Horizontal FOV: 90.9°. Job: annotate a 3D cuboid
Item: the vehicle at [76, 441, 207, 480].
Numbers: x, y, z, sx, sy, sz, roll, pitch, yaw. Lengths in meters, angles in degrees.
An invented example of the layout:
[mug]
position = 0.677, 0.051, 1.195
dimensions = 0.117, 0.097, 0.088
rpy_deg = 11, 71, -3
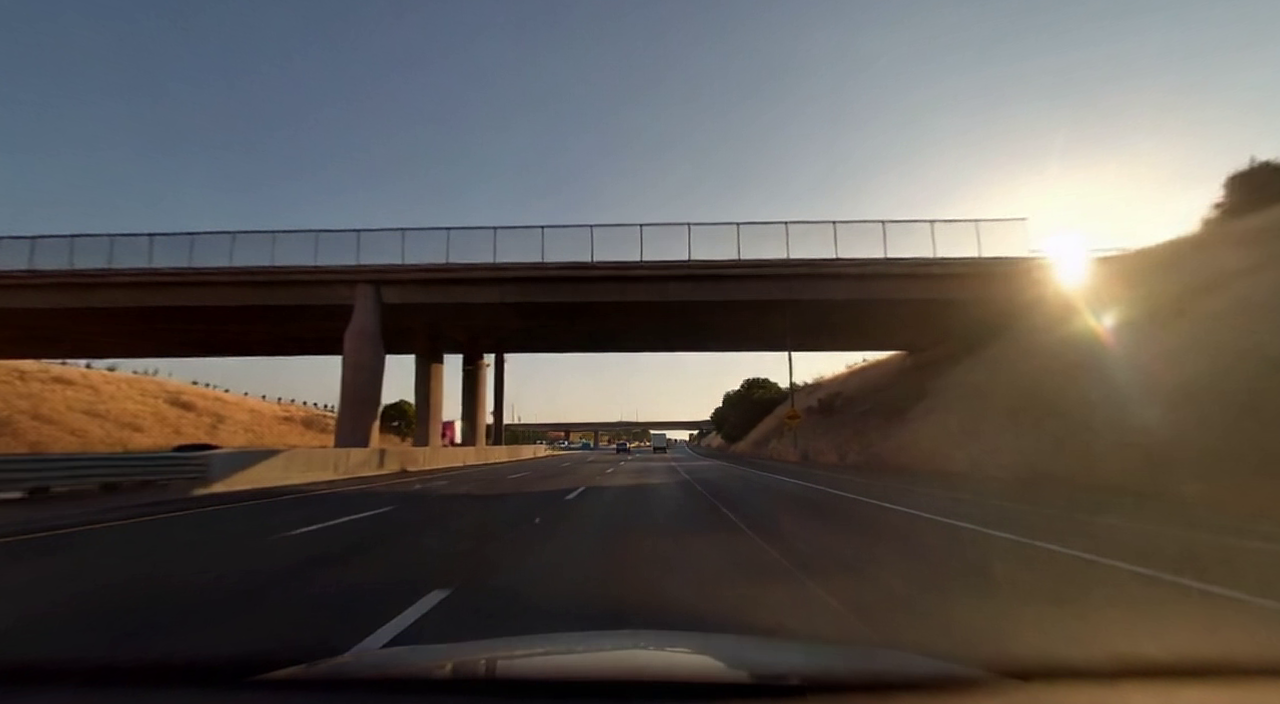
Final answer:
[vehicle]
position = -24.607, 5.349, 31.468
dimensions = 2.048, 1.763, 5.363
rpy_deg = -1, -9, 2
